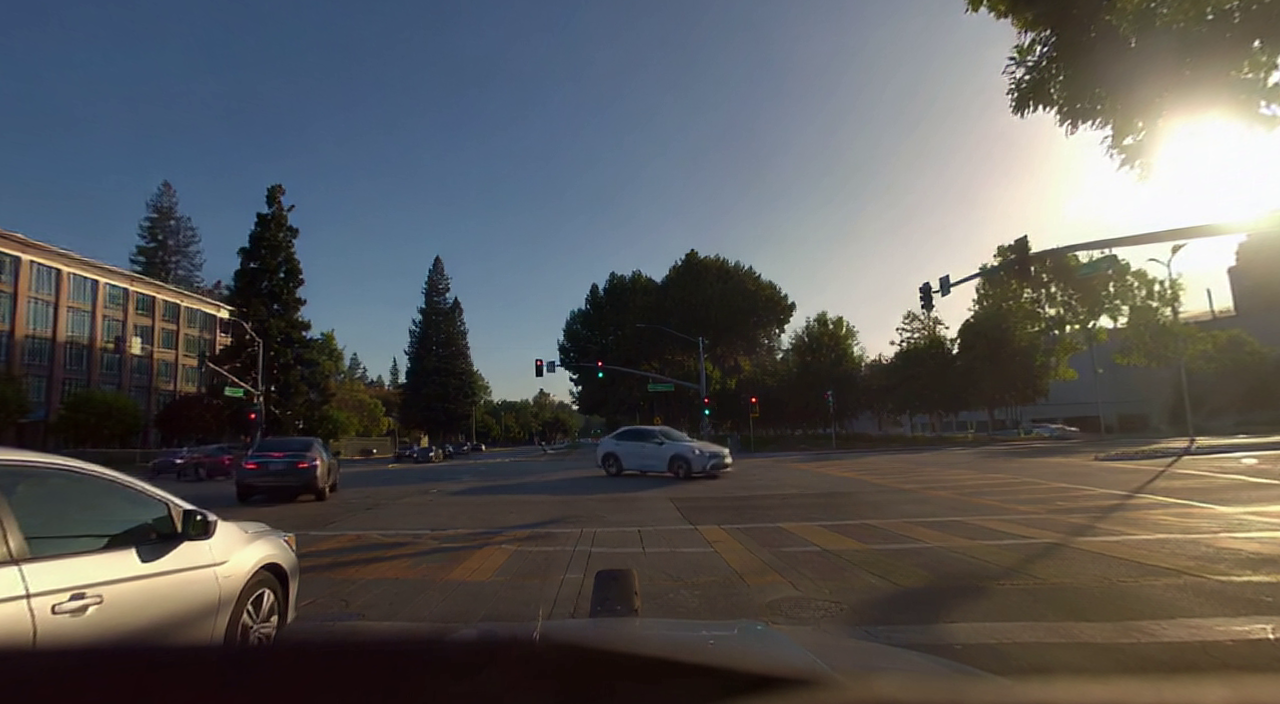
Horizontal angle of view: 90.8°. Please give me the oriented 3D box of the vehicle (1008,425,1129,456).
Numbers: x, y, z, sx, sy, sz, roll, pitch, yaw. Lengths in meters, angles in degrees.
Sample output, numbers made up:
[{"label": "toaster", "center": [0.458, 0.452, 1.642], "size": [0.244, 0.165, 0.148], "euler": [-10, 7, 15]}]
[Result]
[{"label": "vehicle", "center": [21.541, 4.459, 31.873], "size": [4.660, 1.495, 2.007], "euler": [0, -8, -3]}]

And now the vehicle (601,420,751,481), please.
[{"label": "vehicle", "center": [1.173, 3.373, 21.852], "size": [4.778, 1.871, 2.109], "euler": [-7, -10, 37]}]

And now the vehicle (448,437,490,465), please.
[{"label": "vehicle", "center": [-12.828, 7.416, 47.534], "size": [2.051, 1.715, 4.346], "euler": [-3, -6, -2]}]

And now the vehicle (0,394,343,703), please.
[{"label": "vehicle", "center": [-3.074, 0.898, 2.152], "size": [1.919, 1.478, 4.720], "euler": [0, -8, -1]}]

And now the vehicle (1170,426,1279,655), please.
[{"label": "vehicle", "center": [4.934, 0.985, 2.534], "size": [1.949, 1.449, 4.530], "euler": [-1, -8, 5]}]
